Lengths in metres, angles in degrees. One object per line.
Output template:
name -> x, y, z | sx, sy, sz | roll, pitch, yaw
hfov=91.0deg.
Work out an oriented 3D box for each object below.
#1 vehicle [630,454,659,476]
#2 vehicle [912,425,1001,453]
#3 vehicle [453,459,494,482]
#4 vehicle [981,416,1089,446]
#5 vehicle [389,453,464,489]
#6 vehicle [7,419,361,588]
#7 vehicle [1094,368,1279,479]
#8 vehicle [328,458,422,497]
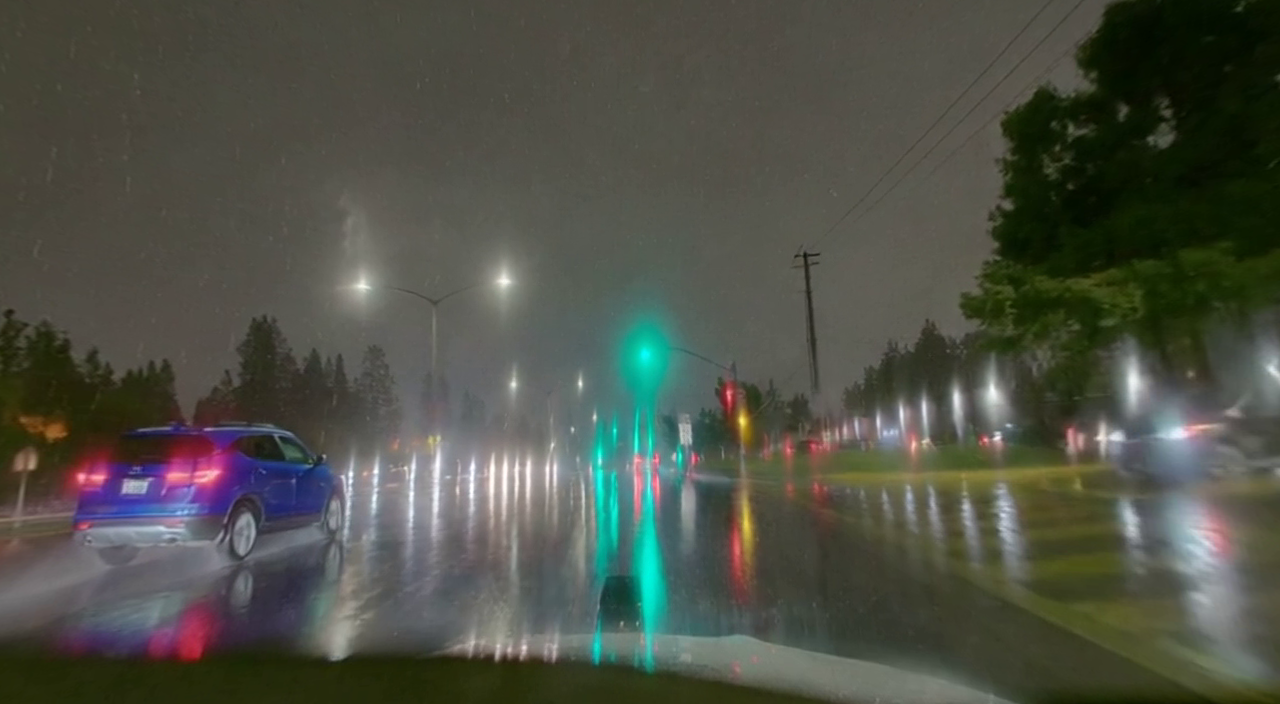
vehicle -> 0.330, 8.388, 47.115 | 2.091, 1.494, 3.962 | 0, -8, 0
vehicle -> 18.976, 5.206, 37.999 | 1.947, 1.477, 4.661 | 5, -8, -21
vehicle -> -11.975, 8.533, 45.539 | 1.871, 1.539, 3.929 | 0, -8, 0
vehicle -> 20.991, 4.272, 33.662 | 1.876, 1.465, 4.500 | 4, -9, -26
vehicle -> -12.129, 6.757, 36.252 | 2.167, 1.799, 5.682 | 0, -8, 1
vehicle -> -6.176, 2.041, 9.398 | 2.027, 1.908, 4.273 | 0, -8, 0
vehicle -> 12.129, 1.312, 11.911 | 5.357, 1.845, 2.151 | -2, -8, -1
vehicle -> -11.479, 5.491, 27.666 | 2.149, 1.527, 4.691 | 0, -11, -1
